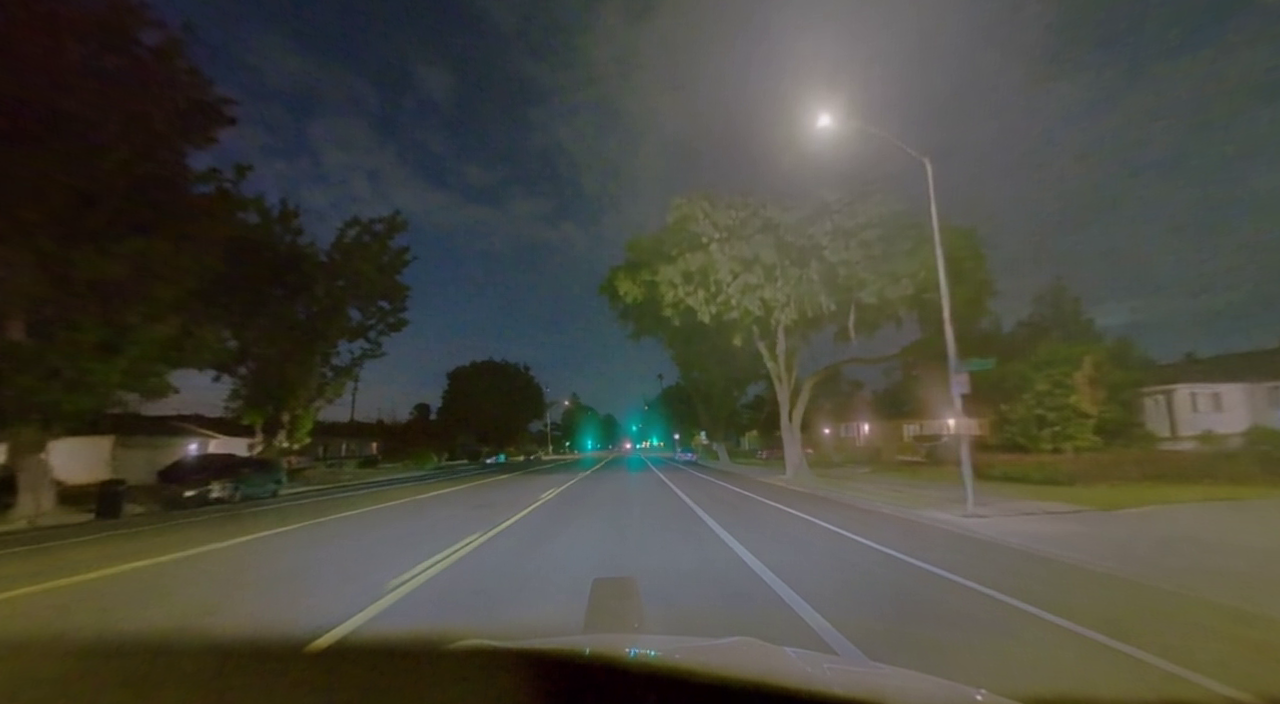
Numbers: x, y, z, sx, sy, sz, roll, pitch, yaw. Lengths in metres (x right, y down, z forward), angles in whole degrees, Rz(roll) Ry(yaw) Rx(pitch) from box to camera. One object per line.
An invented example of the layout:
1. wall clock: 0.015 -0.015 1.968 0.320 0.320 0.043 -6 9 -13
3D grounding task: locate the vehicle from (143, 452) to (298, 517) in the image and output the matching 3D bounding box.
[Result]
1. vehicle: -12.905 4.055 19.873 1.936 1.504 4.456 -2 -7 -1

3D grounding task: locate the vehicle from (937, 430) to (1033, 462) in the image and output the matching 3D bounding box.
1. vehicle: 18.070 4.926 33.211 3.858 1.583 1.931 0 -8 -2

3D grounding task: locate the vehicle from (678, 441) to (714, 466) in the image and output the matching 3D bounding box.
1. vehicle: 3.963 7.283 45.489 2.045 1.677 4.509 0 -8 -1
